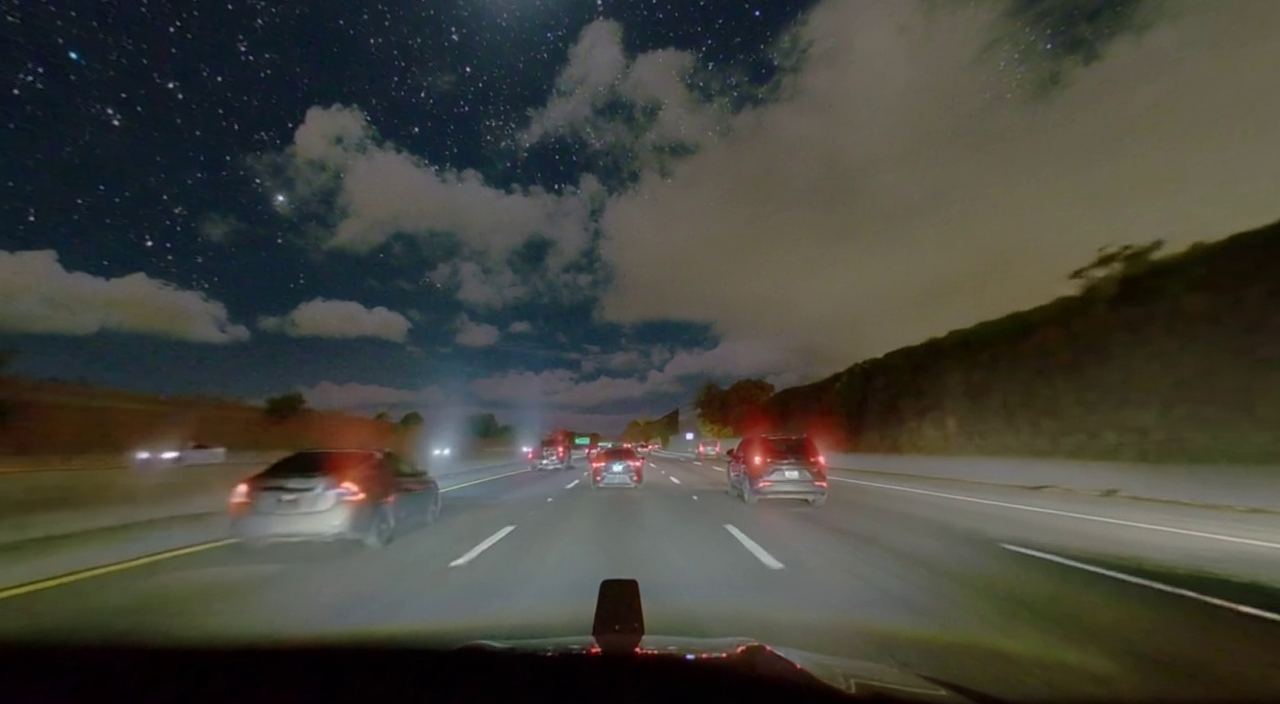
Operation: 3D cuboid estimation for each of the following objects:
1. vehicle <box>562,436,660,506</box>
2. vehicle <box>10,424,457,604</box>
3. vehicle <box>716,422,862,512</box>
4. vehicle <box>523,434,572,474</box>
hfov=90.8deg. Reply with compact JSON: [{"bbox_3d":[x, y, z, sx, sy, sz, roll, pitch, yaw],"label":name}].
[{"bbox_3d":[-0.680,2.864,15.647,2.098,1.475,3.997,0,-8,-2],"label":"vehicle"},{"bbox_3d":[-4.242,1.776,8.119,2.214,1.512,5.389,0,-8,-1],"label":"vehicle"},{"bbox_3d":[3.282,2.658,15.080,2.162,1.800,4.693,0,-8,-2],"label":"vehicle"},{"bbox_3d":[-4.862,5.444,33.869,1.983,1.948,4.822,0,-8,-1],"label":"vehicle"}]
